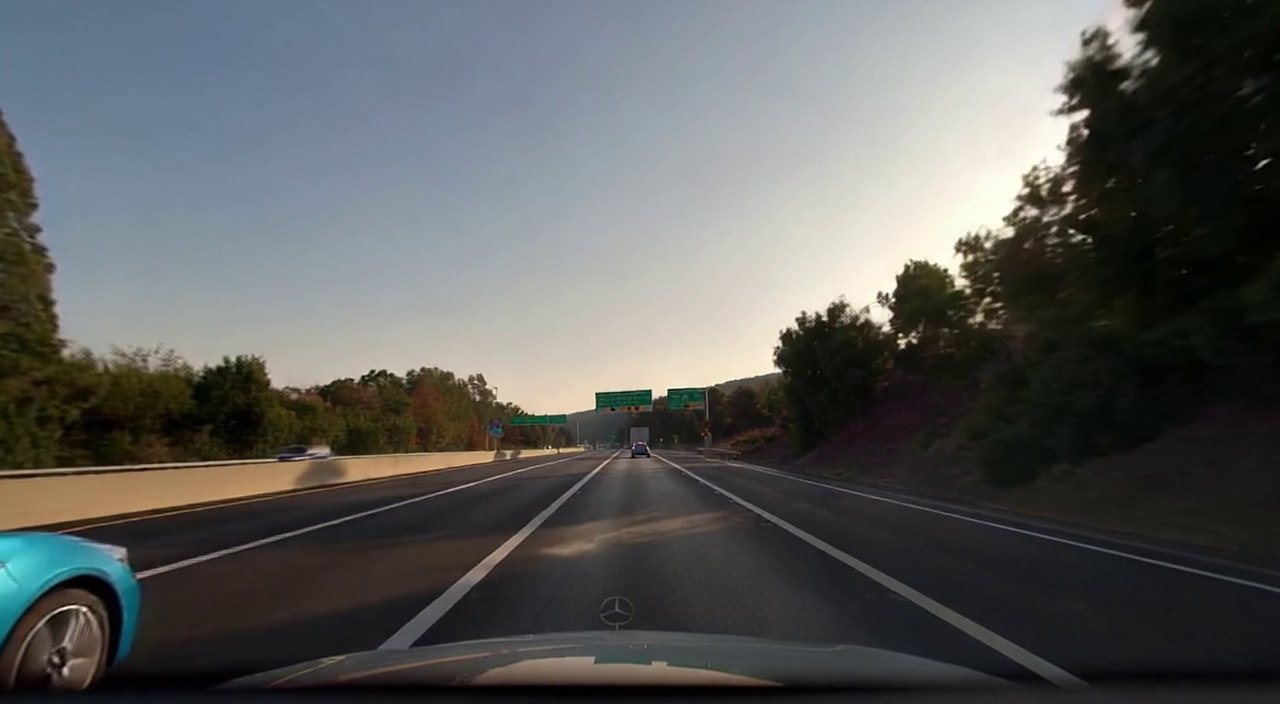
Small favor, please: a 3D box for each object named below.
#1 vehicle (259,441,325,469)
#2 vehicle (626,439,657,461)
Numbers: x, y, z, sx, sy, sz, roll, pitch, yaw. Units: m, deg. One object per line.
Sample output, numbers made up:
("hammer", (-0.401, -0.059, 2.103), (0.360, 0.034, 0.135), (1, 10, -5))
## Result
("vehicle", (-22.729, 6.739, 41.271), (1.892, 1.697, 4.297), (-1, -8, -1))
("vehicle", (0.076, 6.881, 44.281), (2.028, 1.440, 3.690), (0, -8, -1))
